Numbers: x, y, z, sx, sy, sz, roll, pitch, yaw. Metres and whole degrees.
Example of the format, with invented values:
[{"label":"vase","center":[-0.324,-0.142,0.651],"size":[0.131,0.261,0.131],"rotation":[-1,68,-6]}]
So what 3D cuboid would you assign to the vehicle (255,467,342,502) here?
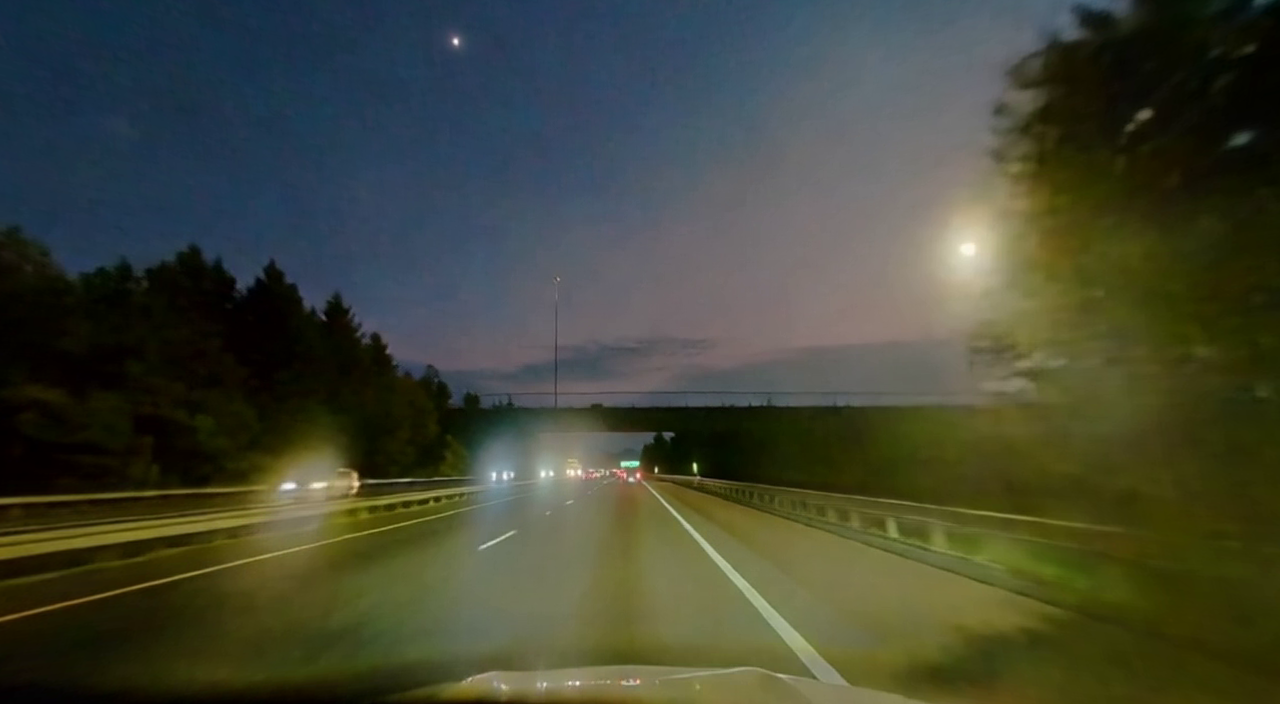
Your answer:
[{"label":"vehicle","center":[-17.081,6.619,31.765],"size":[1.964,1.590,4.242],"rotation":[1,-11,0]}]
